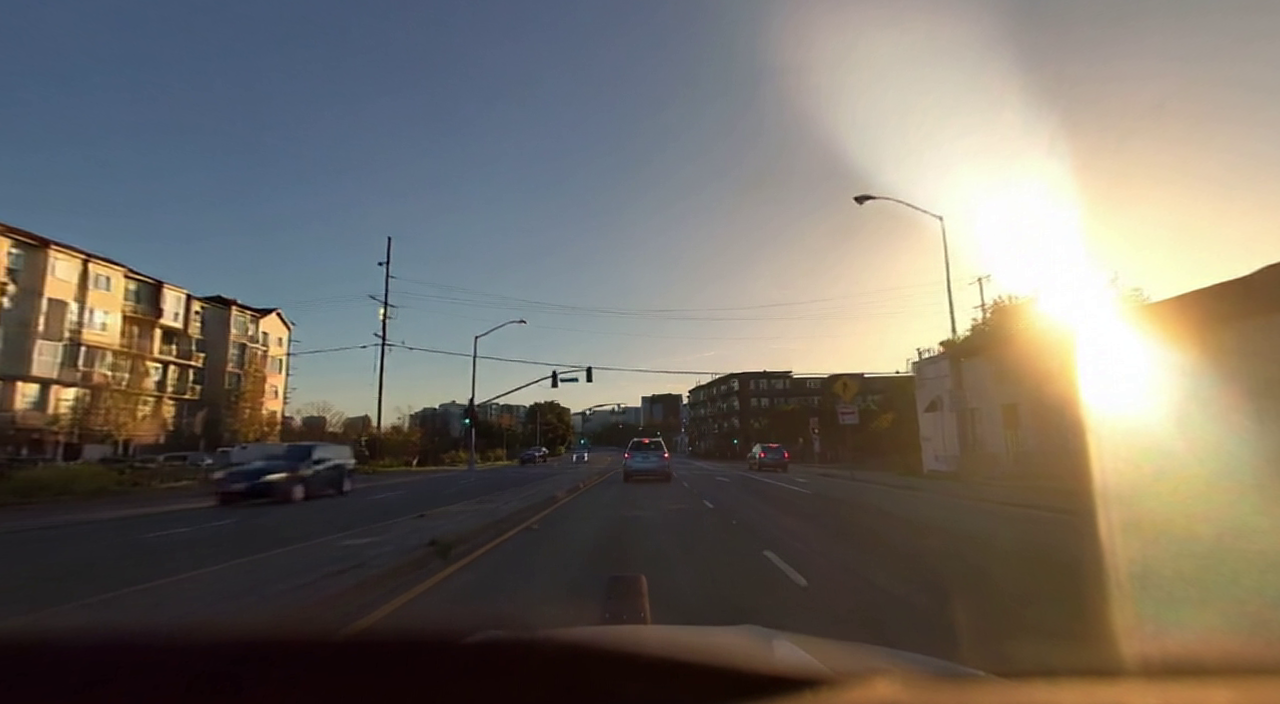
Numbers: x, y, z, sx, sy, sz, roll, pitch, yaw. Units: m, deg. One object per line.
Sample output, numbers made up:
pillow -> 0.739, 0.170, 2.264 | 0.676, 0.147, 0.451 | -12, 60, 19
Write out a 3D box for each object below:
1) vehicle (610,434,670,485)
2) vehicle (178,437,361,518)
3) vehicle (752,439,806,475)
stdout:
vehicle -> 0.035, 4.214, 25.058 | 2.160, 1.786, 4.702 | 0, -8, 1
vehicle -> -9.259, 3.129, 16.312 | 1.979, 1.794, 4.264 | -1, -8, 2
vehicle -> 7.222, 5.488, 33.271 | 1.952, 1.749, 4.311 | 0, -8, 1
